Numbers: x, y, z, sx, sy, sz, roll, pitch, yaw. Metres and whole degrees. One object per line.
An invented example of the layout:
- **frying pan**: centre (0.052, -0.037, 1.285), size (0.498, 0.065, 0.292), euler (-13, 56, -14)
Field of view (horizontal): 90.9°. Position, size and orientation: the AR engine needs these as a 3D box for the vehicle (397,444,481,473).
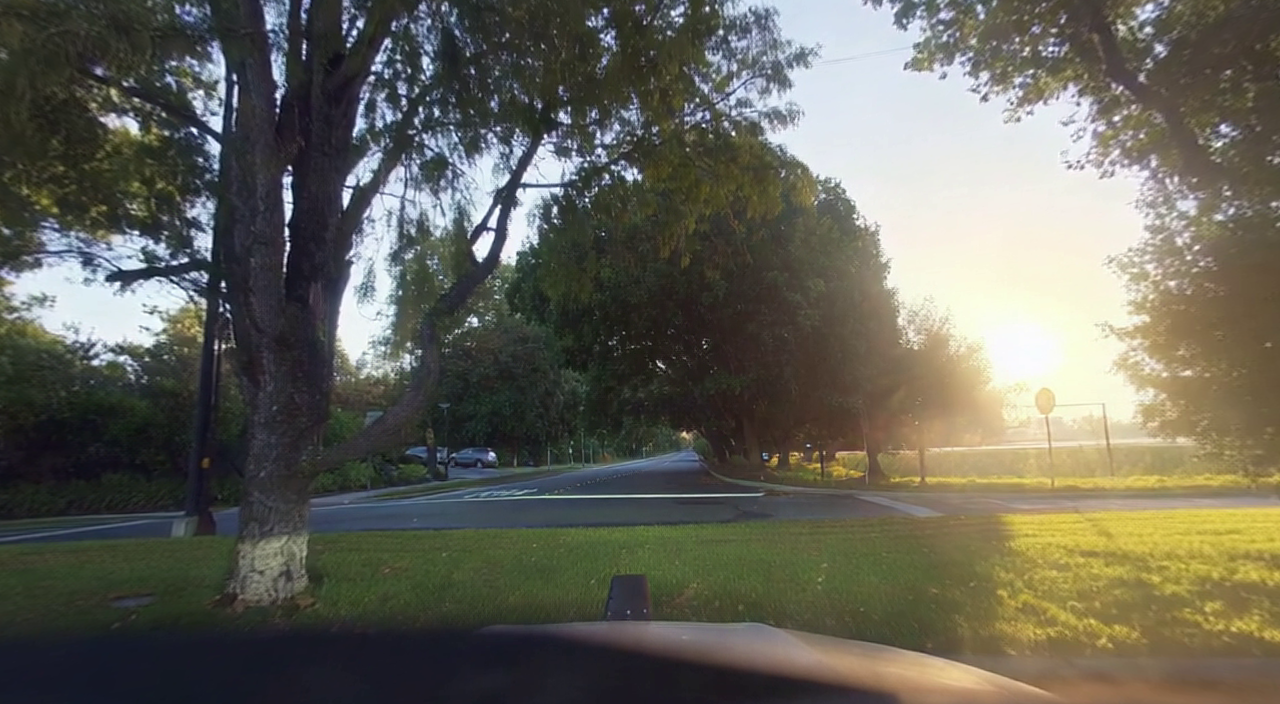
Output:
- **vehicle**: centre (-12.665, 6.725, 39.919), size (4.590, 1.735, 1.973), euler (0, -9, 3)
